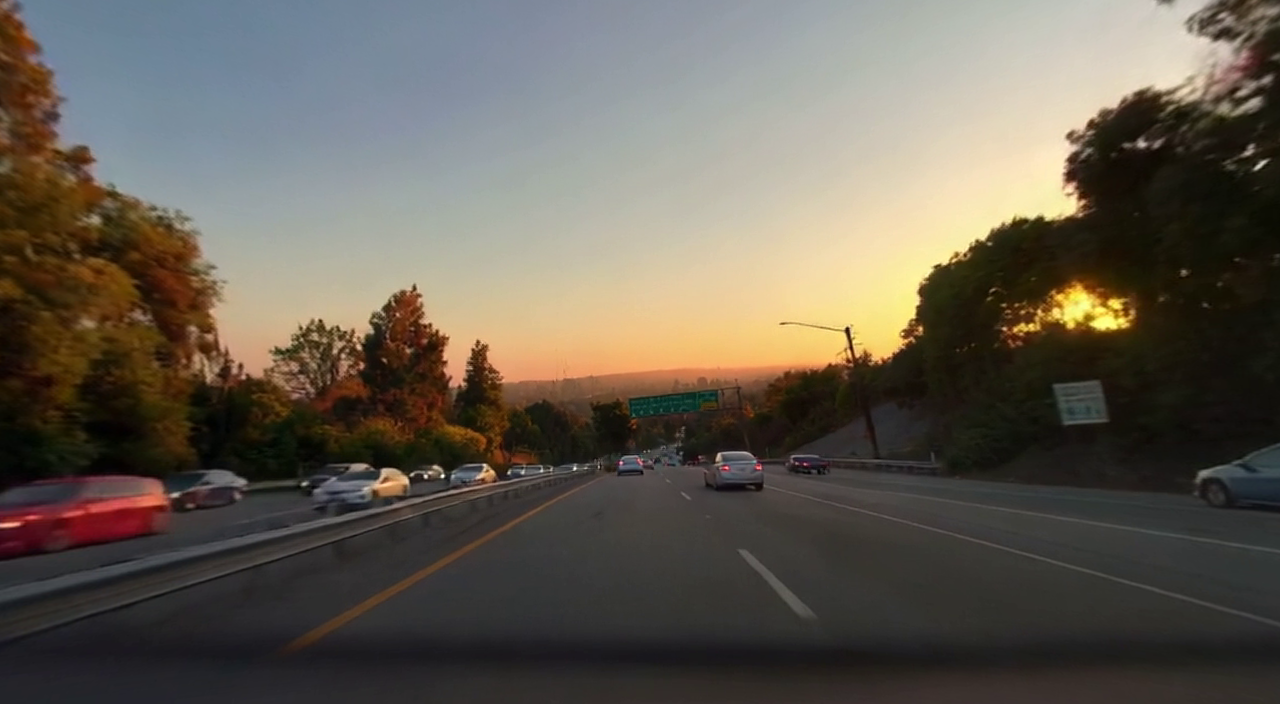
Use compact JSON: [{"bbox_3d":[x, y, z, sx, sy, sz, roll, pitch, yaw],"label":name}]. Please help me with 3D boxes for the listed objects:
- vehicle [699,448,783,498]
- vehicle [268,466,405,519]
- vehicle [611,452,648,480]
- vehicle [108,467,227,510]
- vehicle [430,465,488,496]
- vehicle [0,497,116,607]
[{"bbox_3d":[3.256,3.969,21.210,1.972,1.488,4.335,0,-9,-2],"label":"vehicle"},{"bbox_3d":[-10.455,4.867,22.334,2.420,1.511,4.810,0,-9,1],"label":"vehicle"},{"bbox_3d":[-0.594,6.743,37.605,2.090,1.510,4.280,0,-9,0],"label":"vehicle"},{"bbox_3d":[-20.631,5.936,27.824,1.850,1.594,4.177,0,-9,3],"label":"vehicle"},{"bbox_3d":[-10.316,7.321,36.297,1.791,1.523,4.364,0,-9,4],"label":"vehicle"},{"bbox_3d":[-10.356,2.944,8.936,2.201,1.417,4.255,0,-9,0],"label":"vehicle"}]
